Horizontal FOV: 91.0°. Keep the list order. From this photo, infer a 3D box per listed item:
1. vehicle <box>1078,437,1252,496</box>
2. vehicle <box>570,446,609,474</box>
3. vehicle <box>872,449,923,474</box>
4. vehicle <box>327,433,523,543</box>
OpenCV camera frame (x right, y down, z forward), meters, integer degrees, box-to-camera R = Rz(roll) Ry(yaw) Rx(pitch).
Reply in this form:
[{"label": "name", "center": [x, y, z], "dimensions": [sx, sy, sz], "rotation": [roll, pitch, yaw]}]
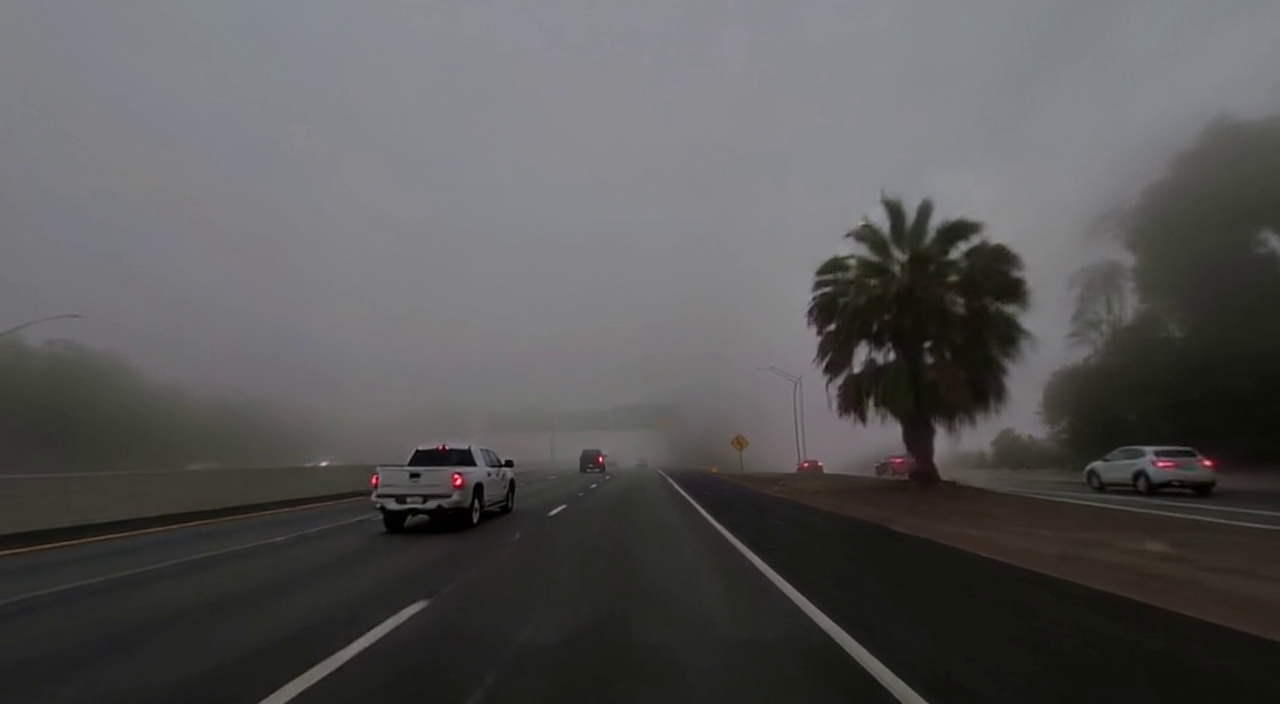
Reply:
[{"label": "vehicle", "center": [17.526, 3.836, 21.448], "dimensions": [1.991, 1.755, 4.836], "rotation": [-1, -9, 4]}, {"label": "vehicle", "center": [-3.731, 8.096, 47.388], "dimensions": [2.420, 1.937, 5.916], "rotation": [0, -9, 0]}, {"label": "vehicle", "center": [19.615, 8.339, 48.261], "dimensions": [2.033, 1.794, 5.116], "rotation": [-1, -9, 4]}, {"label": "vehicle", "center": [-3.925, 2.568, 12.605], "dimensions": [2.162, 1.747, 4.791], "rotation": [0, -9, 1]}]
